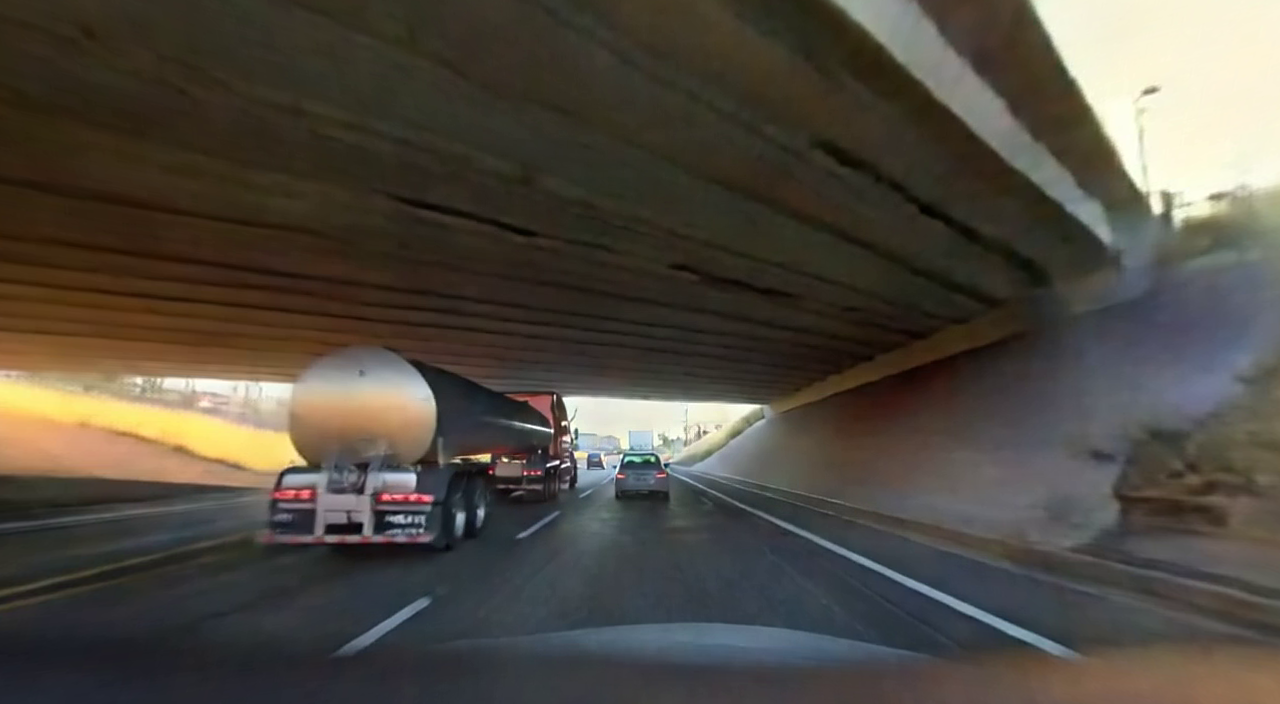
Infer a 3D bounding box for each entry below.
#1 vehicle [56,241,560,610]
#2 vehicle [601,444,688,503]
[{"bbox_3d":[-4.048,1.726,13.401,2.896,3.563,14.643,0,-9,0],"label":"vehicle"},{"bbox_3d":[0.114,3.423,18.244,2.215,1.481,4.246,0,-9,0],"label":"vehicle"}]
